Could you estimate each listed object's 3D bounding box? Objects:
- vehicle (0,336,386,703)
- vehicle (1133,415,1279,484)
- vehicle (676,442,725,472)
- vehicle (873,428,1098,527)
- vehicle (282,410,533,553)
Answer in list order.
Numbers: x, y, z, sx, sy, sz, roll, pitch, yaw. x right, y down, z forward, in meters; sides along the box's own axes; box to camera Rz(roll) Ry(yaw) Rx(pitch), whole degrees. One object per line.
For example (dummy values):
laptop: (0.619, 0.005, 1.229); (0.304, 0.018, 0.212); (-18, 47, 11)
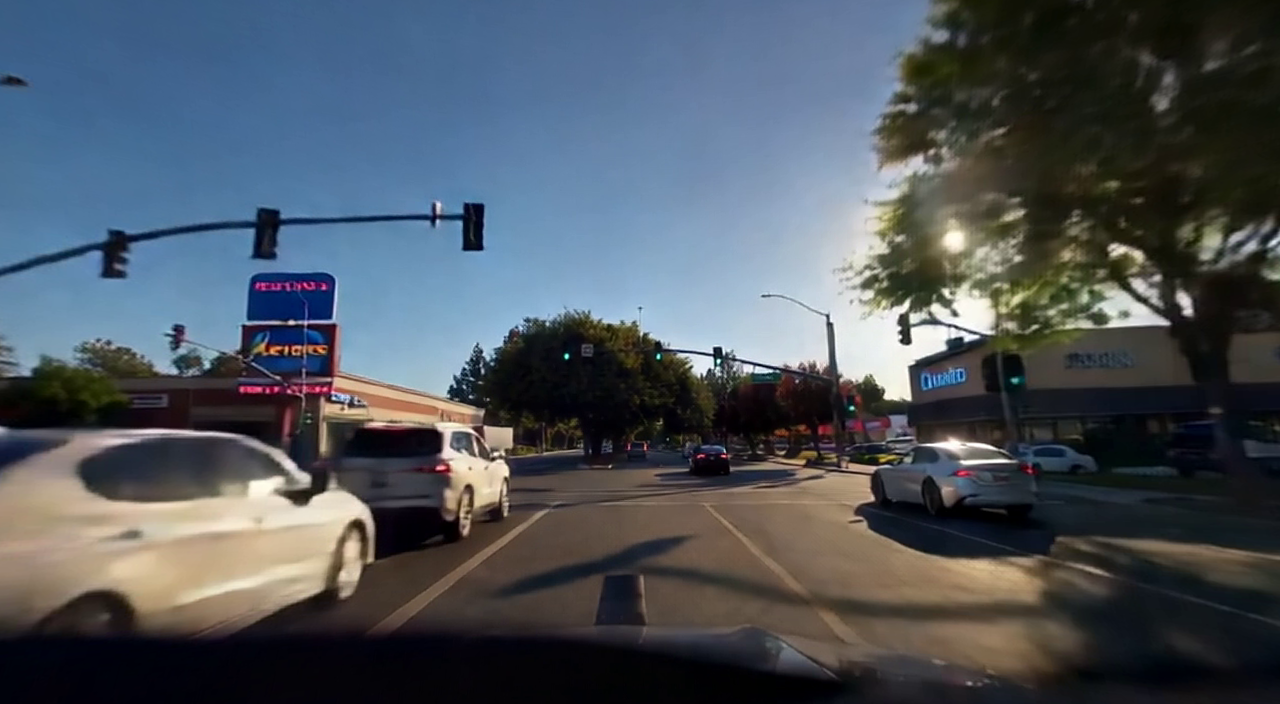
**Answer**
vehicle: (-3.382, 0.994, 3.482); (2.118, 1.721, 4.464); (0, -8, 0)
vehicle: (19.963, 3.307, 21.645); (6.595, 2.059, 2.513); (5, -10, -32)
vehicle: (3.215, 5.665, 34.306); (2.099, 1.463, 4.365); (0, -8, -2)
vehicle: (6.763, 2.487, 13.146); (2.002, 1.651, 4.647); (0, -8, -1)
vehicle: (-3.389, 2.021, 10.604); (2.304, 1.794, 5.004); (0, -8, 0)
